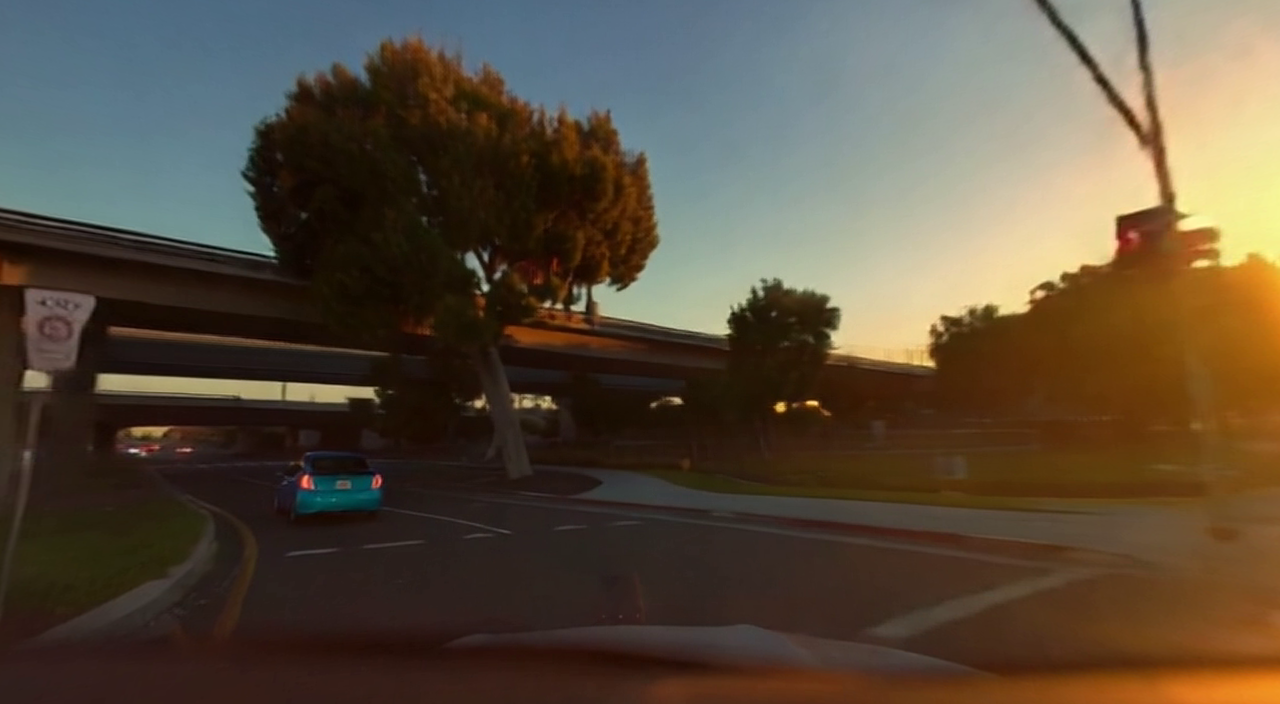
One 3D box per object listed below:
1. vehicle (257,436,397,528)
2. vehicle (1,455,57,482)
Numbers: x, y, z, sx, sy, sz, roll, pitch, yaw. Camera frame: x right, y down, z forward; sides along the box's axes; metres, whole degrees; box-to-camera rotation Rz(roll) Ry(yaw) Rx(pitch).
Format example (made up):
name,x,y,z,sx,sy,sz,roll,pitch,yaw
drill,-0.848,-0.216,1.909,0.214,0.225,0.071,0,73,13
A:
name,x,y,z,sx,sy,sz,roll,pitch,yaw
vehicle,-6.615,2.576,13.118,1.976,1.584,3.772,6,-10,-34
vehicle,-38.706,7.324,39.978,2.009,1.523,4.641,7,-11,-38
